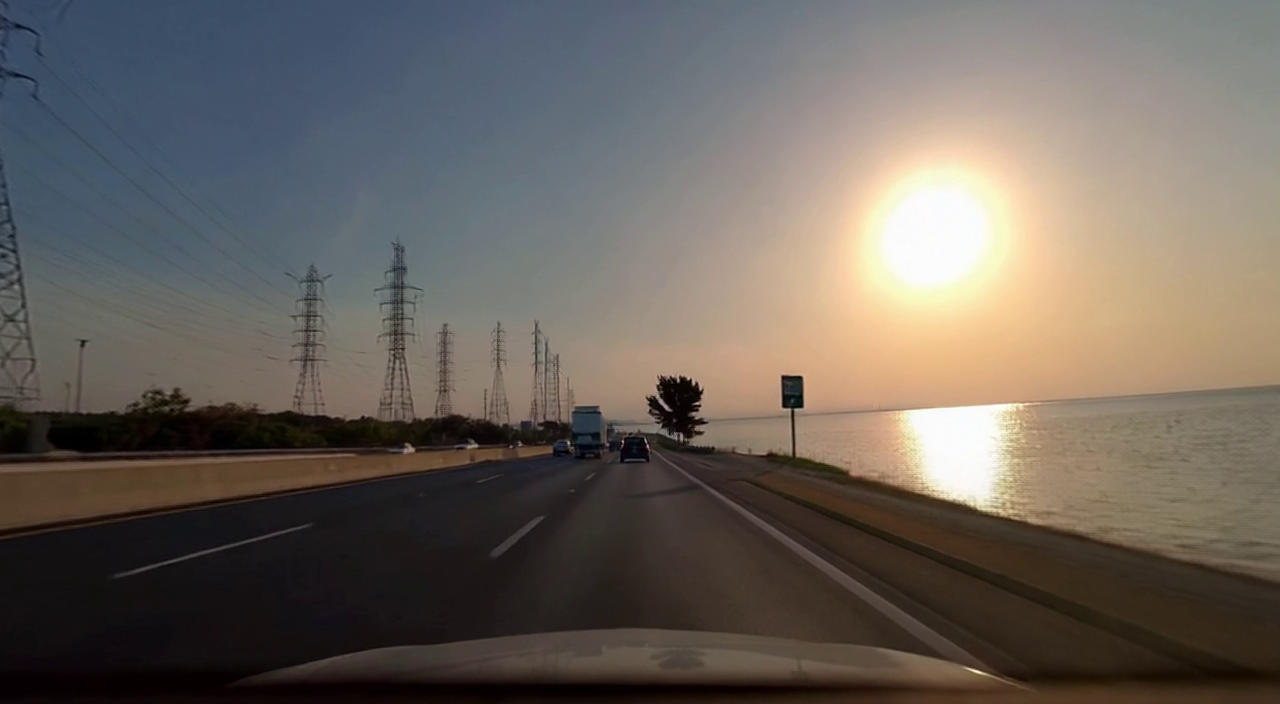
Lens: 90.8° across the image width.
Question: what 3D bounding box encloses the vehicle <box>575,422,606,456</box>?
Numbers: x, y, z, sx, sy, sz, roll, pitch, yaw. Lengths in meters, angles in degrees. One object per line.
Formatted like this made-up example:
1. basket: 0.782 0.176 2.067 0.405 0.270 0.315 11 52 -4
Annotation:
1. vehicle: -3.741 6.682 48.236 2.178 2.522 2.054 0 -8 1

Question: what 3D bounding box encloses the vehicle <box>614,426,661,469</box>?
1. vehicle: -0.116 5.136 33.953 2.358 2.144 4.713 0 -8 0
